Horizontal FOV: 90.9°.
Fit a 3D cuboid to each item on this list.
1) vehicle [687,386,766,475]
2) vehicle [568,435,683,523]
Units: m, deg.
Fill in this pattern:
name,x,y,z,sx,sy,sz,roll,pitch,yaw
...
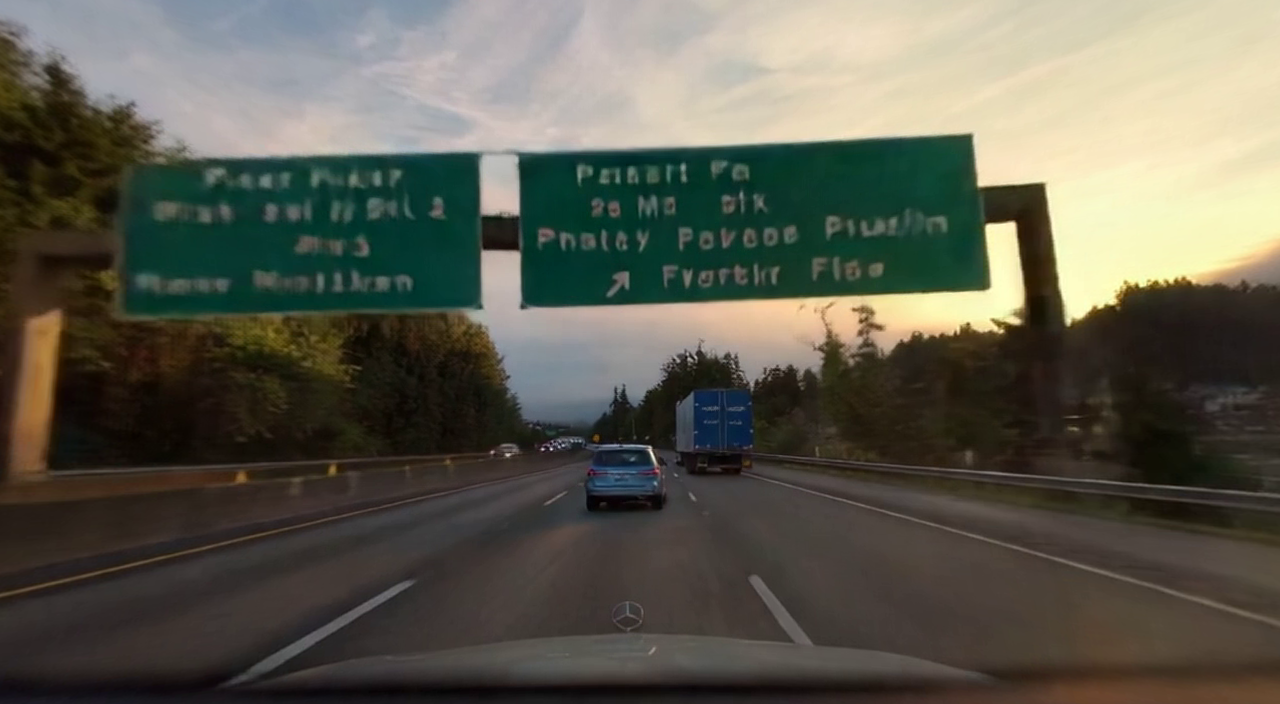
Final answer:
name,x,y,z,sx,sy,sz,roll,pitch,yaw
vehicle,4.433,4.644,35.630,2.960,4.018,13.834,0,-9,2
vehicle,-0.204,2.625,13.520,2.039,1.532,4.610,0,-9,1
